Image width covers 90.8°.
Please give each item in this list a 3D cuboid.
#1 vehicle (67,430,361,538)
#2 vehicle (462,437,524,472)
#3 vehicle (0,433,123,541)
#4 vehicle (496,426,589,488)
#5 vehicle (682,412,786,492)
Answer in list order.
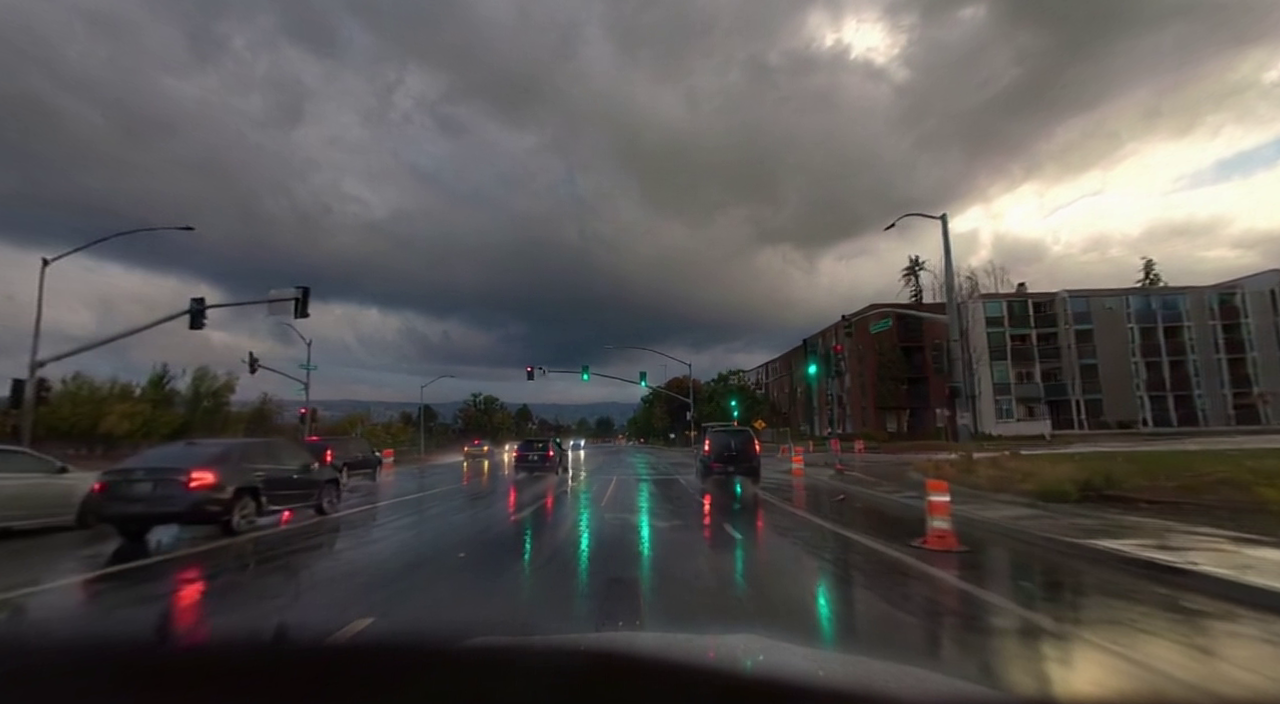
[{"bbox_3d":[-7.015,2.191,11.224,1.928,1.488,4.635,0,-8,1],"label":"vehicle"},{"bbox_3d":[-6.662,4.686,29.076,1.993,1.492,3.666,0,-8,0],"label":"vehicle"},{"bbox_3d":[-9.864,1.860,8.605,1.874,1.492,4.475,0,-8,0],"label":"vehicle"},{"bbox_3d":[-2.821,3.144,19.200,2.121,1.654,3.993,0,-8,1],"label":"vehicle"},{"bbox_3d":[2.336,2.638,16.901,2.197,1.835,4.316,0,-8,1],"label":"vehicle"}]
